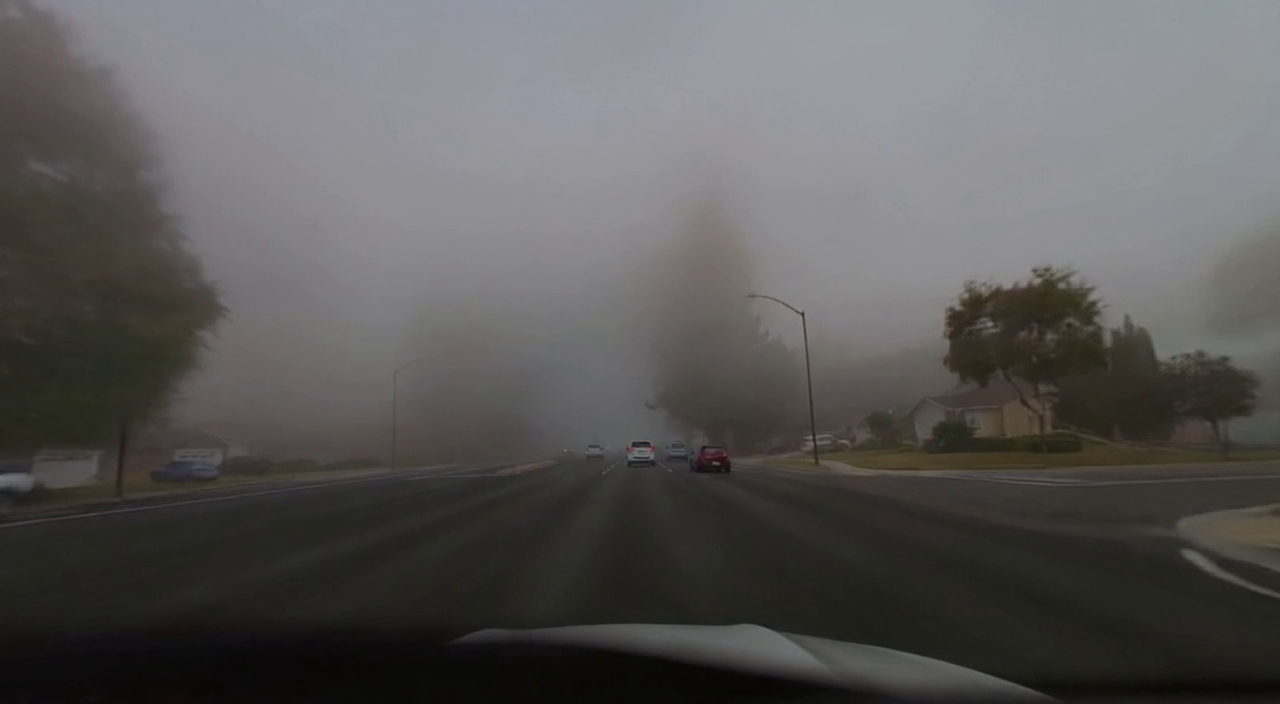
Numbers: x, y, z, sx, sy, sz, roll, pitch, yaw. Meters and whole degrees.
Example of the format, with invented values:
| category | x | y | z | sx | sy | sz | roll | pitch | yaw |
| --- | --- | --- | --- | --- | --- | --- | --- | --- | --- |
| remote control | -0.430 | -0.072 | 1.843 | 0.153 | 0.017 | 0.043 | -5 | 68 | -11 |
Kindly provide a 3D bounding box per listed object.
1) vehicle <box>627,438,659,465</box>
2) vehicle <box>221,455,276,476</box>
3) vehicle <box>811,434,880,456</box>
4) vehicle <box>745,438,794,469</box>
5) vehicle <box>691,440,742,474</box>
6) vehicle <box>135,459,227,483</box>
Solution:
| category | x | y | z | sx | sy | sz | roll | pitch | yaw |
| --- | --- | --- | --- | --- | --- | --- | --- | --- | --- |
| vehicle | 0.161 | 6.689 | 42.634 | 2.043 | 1.734 | 4.253 | 0 | -8 | -1 |
| vehicle | -30.013 | 8.706 | 48.562 | 1.806 | 1.476 | 3.985 | 0 | -8 | -2 |
| vehicle | 15.454 | 7.045 | 47.677 | 4.491 | 1.593 | 1.884 | -1 | -8 | 3 |
| vehicle | 7.671 | 6.044 | 37.745 | 1.933 | 1.759 | 3.900 | 0 | -8 | -2 |
| vehicle | 3.530 | 4.905 | 29.796 | 1.830 | 1.451 | 4.009 | 0 | -8 | -1 |
| vehicle | -29.783 | 7.722 | 41.106 | 4.450 | 1.421 | 1.932 | 0 | -8 | 0 |
